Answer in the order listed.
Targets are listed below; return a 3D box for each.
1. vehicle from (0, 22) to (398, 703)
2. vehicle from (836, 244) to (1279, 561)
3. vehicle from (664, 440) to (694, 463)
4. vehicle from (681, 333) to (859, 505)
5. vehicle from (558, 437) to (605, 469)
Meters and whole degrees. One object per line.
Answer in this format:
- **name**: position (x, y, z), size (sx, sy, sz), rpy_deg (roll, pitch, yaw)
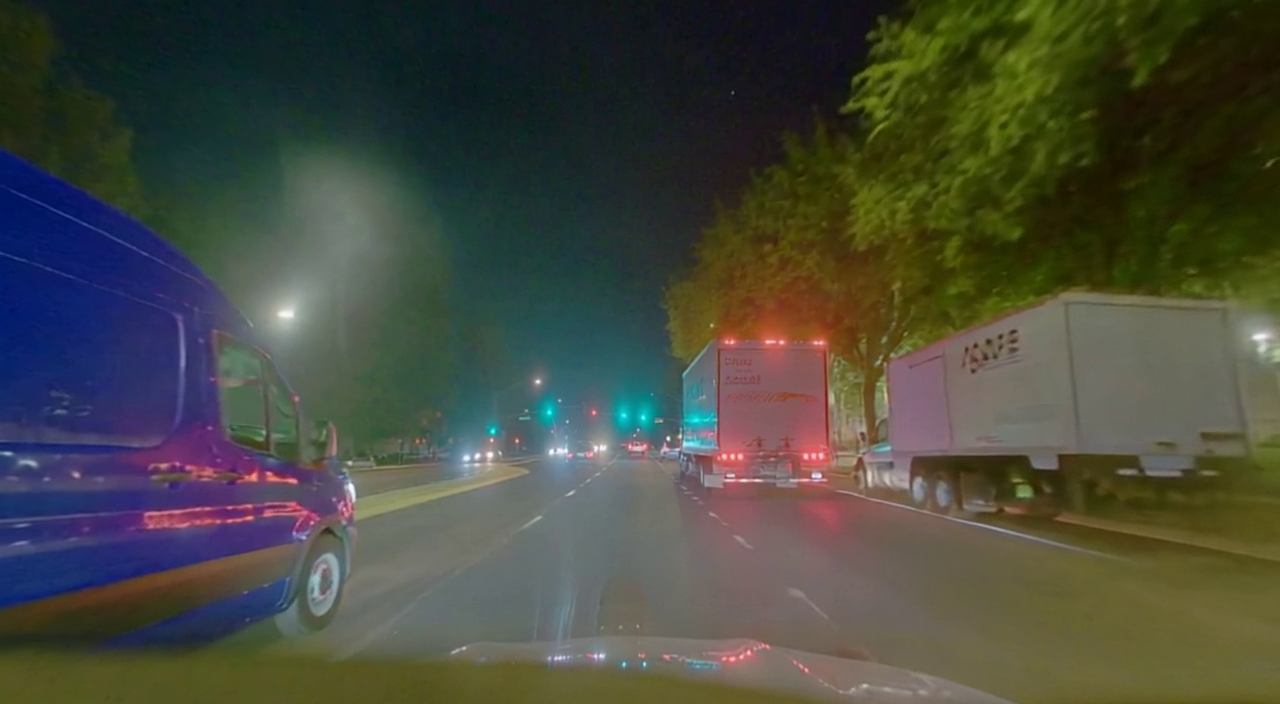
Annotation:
- **vehicle**: position (-3.429, 0.280, 2.257), size (2.443, 2.784, 6.493), rpy_deg (0, -9, 1)
- **vehicle**: position (6.979, 1.254, 12.469), size (3.005, 3.947, 9.252), rpy_deg (0, -9, -1)
- **vehicle**: position (2.770, 7.207, 45.822), size (1.869, 1.616, 4.346), rpy_deg (0, -9, 0)
- **vehicle**: position (2.961, 2.078, 17.862), size (2.861, 3.525, 9.858), rpy_deg (0, -9, 0)
- **vehicle**: position (-3.411, 6.065, 38.006), size (2.356, 1.766, 5.674), rpy_deg (0, -9, -1)
